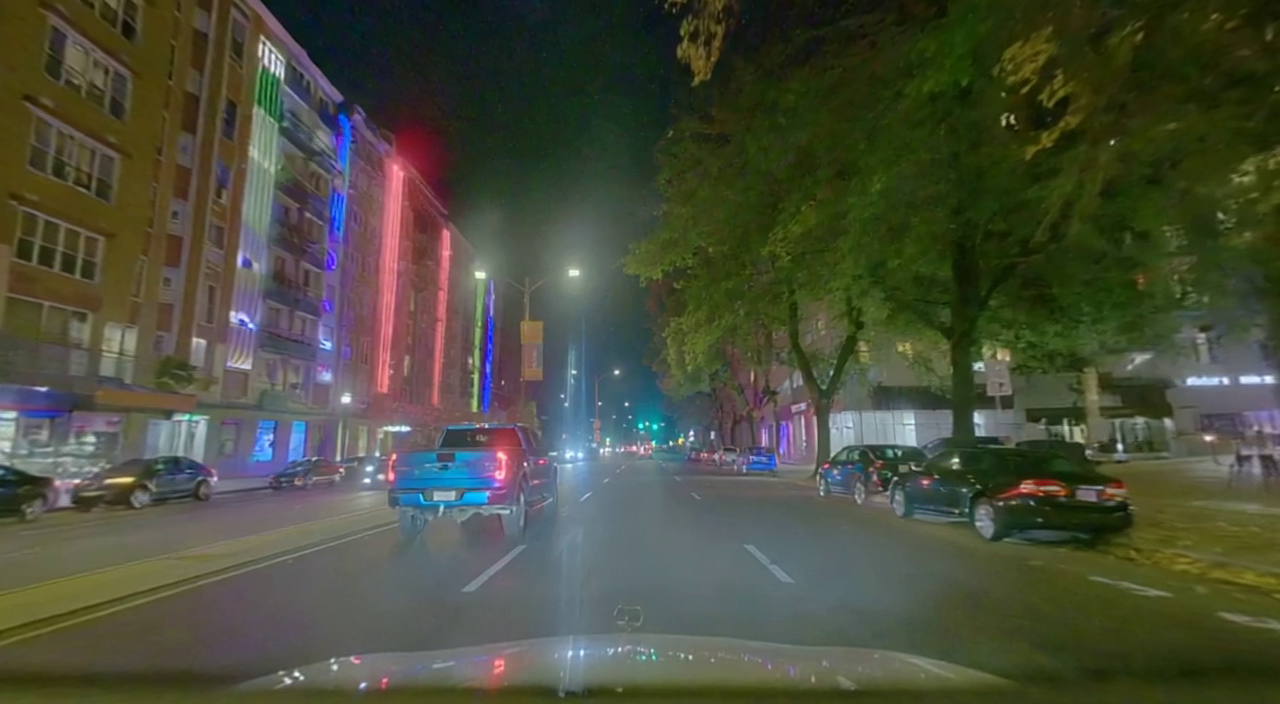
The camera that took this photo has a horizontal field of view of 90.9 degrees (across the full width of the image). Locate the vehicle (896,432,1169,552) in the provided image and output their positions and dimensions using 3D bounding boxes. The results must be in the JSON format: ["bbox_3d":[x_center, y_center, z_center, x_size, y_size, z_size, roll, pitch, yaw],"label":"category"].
[{"bbox_3d":[6.027,2.160,10.409,1.871,1.559,4.015,0,-9,-1],"label":"vehicle"}]

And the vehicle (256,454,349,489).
[{"bbox_3d":[-16.022,5.673,30.267,1.920,1.467,4.685,0,-9,0],"label":"vehicle"}]

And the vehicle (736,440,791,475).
[{"bbox_3d":[6.287,5.430,32.686,1.928,1.679,4.716,0,-9,1],"label":"vehicle"}]

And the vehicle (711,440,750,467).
[{"bbox_3d":[6.265,7.105,44.187,2.018,1.743,4.529,0,-9,-1],"label":"vehicle"}]

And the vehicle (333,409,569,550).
[{"bbox_3d":[-2.729,2.037,10.800,2.197,1.786,5.365,-1,-9,2],"label":"vehicle"}]
